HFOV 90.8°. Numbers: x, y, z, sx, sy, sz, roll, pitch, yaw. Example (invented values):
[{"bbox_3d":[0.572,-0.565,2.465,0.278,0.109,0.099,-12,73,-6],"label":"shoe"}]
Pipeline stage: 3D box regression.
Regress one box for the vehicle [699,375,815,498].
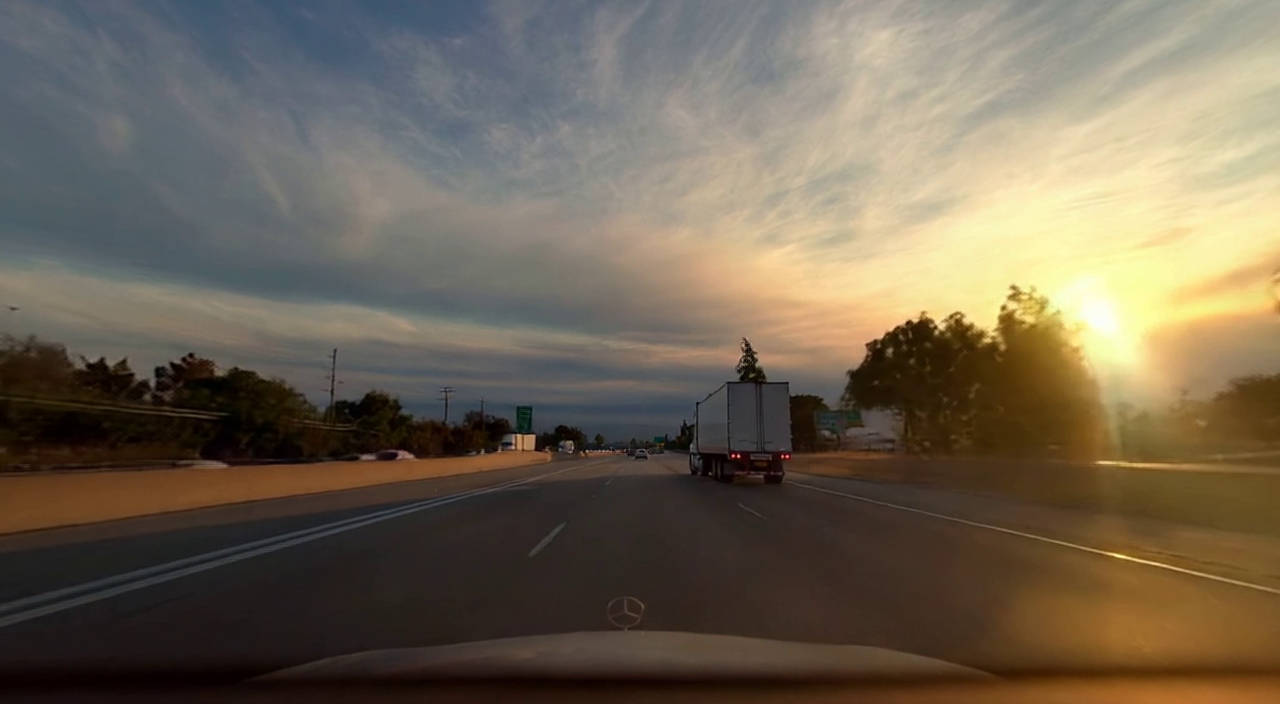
[{"bbox_3d":[4.657,3.860,28.276,3.058,4.312,12.251,0,-9,1],"label":"vehicle"}]
